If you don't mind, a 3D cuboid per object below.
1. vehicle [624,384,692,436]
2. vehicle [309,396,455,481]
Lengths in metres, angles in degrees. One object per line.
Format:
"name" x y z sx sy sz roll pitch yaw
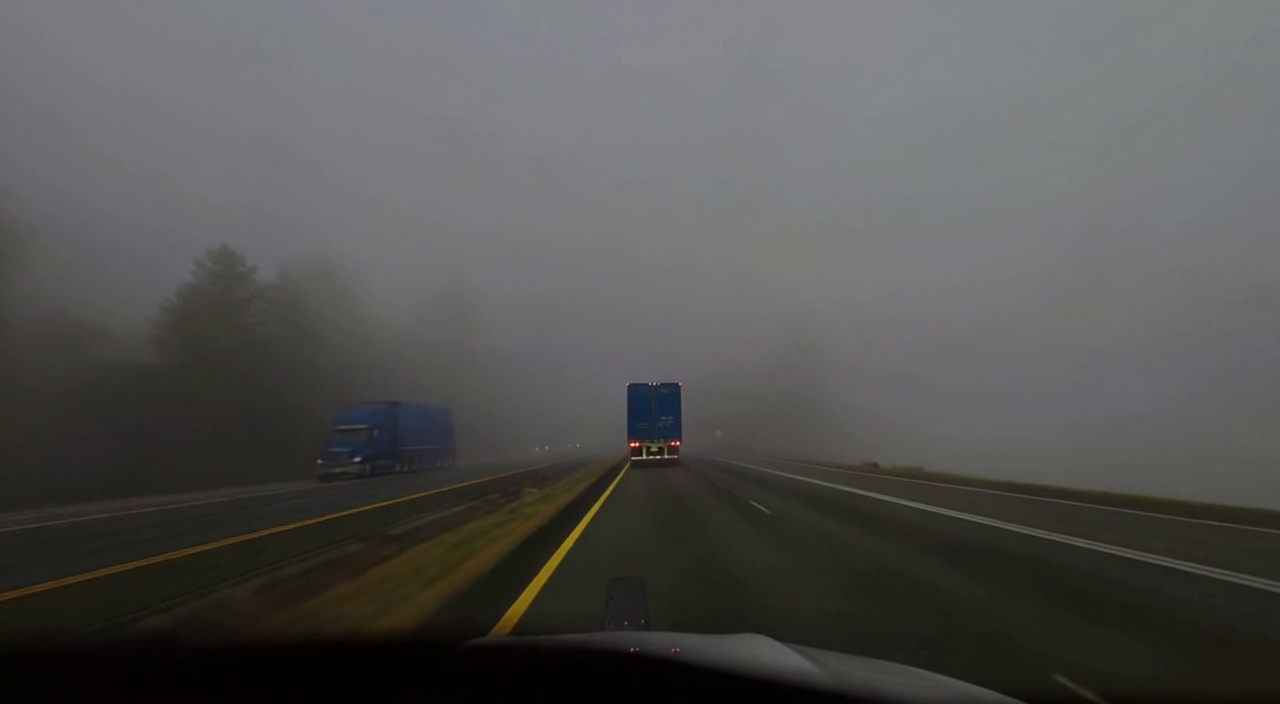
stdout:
"vehicle" 0.599 2.462 25.707 2.509 1.890 4.732 0 -8 -1
"vehicle" -14.702 5.249 37.817 2.723 4.121 14.048 0 -8 0
